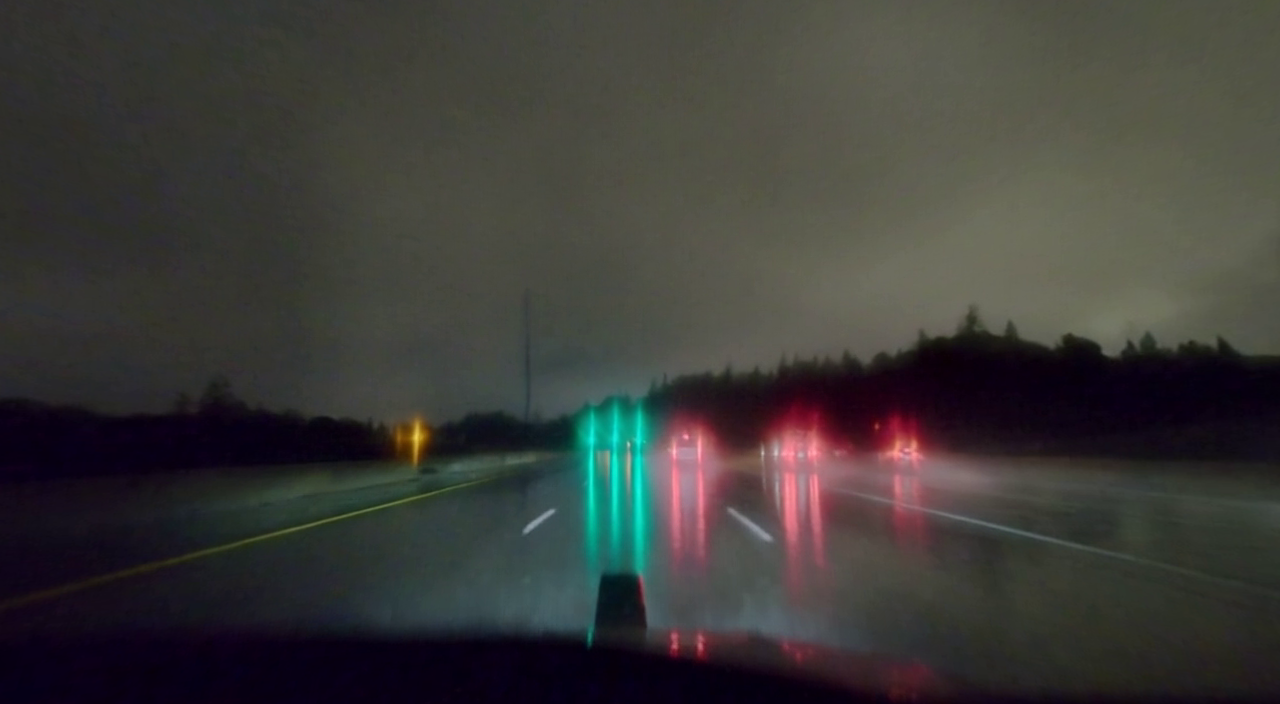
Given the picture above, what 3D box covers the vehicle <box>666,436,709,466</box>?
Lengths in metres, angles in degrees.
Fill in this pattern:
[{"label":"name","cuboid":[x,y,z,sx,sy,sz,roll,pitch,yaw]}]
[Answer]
[{"label":"vehicle","cuboid":[3.104,6.538,41.775,2.233,1.861,4.494,1,-8,-3]}]
